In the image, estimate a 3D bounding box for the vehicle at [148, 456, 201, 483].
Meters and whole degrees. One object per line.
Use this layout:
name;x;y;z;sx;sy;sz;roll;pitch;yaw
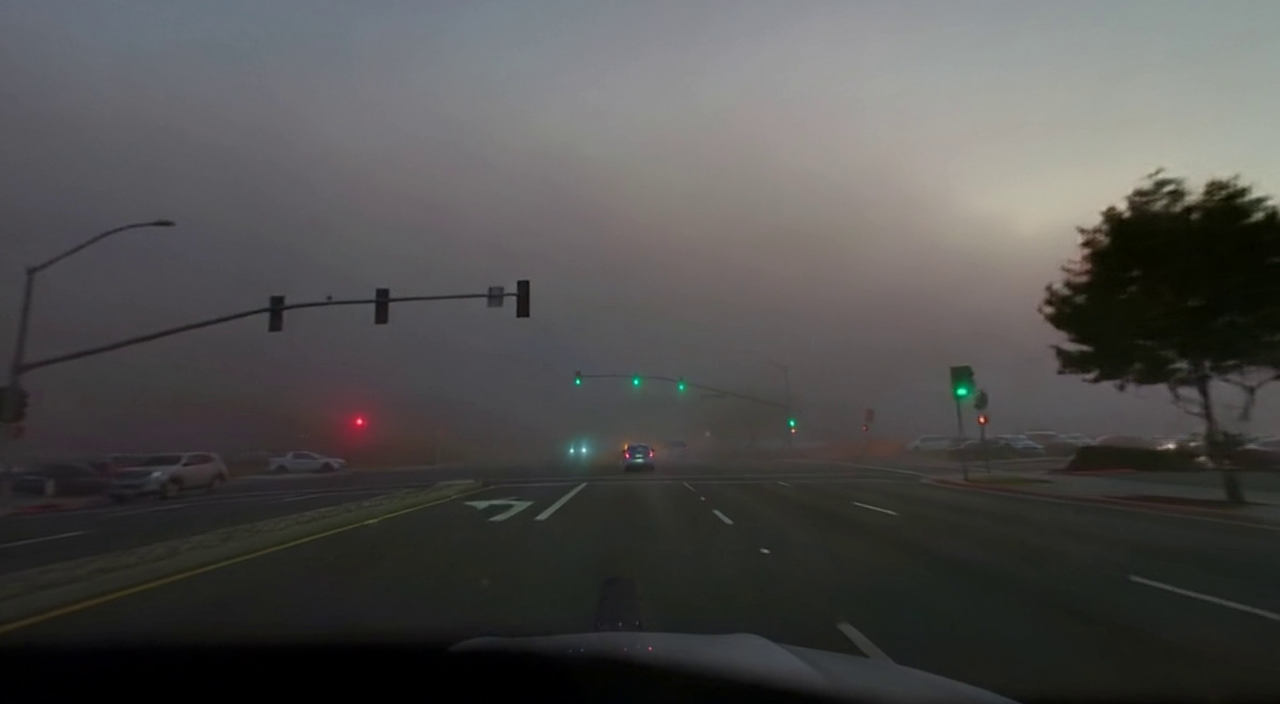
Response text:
vehicle;-28.432;7.126;38.343;2.022;1.455;4.478;8;-11;-42

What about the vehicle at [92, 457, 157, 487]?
vehicle;-28.614;6.597;34.873;4.436;1.464;1.999;-8;-11;41

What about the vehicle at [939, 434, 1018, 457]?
vehicle;25.869;7.158;48.250;1.941;1.641;4.829;7;-11;-39

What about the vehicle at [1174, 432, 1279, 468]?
vehicle;30.344;4.969;31.957;4.551;1.707;1.937;0;-9;3

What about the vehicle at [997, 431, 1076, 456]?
vehicle;29.858;6.920;47.527;1.958;1.759;4.517;7;-11;-39

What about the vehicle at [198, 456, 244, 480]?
vehicle;-28.199;7.751;42.308;1.953;1.415;4.553;7;-11;-40

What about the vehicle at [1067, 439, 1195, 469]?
vehicle;24.842;5.168;31.971;4.788;1.481;1.959;0;-9;2

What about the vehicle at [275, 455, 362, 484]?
vehicle;-18.839;6.870;37.291;2.311;1.485;5.817;0;-8;-2

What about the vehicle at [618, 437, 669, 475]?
vehicle;0.134;4.685;28.492;2.145;1.572;4.021;0;-9;0

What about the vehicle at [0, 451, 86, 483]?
vehicle;-34.917;6.524;35.878;4.532;1.701;2.214;0;-9;2
